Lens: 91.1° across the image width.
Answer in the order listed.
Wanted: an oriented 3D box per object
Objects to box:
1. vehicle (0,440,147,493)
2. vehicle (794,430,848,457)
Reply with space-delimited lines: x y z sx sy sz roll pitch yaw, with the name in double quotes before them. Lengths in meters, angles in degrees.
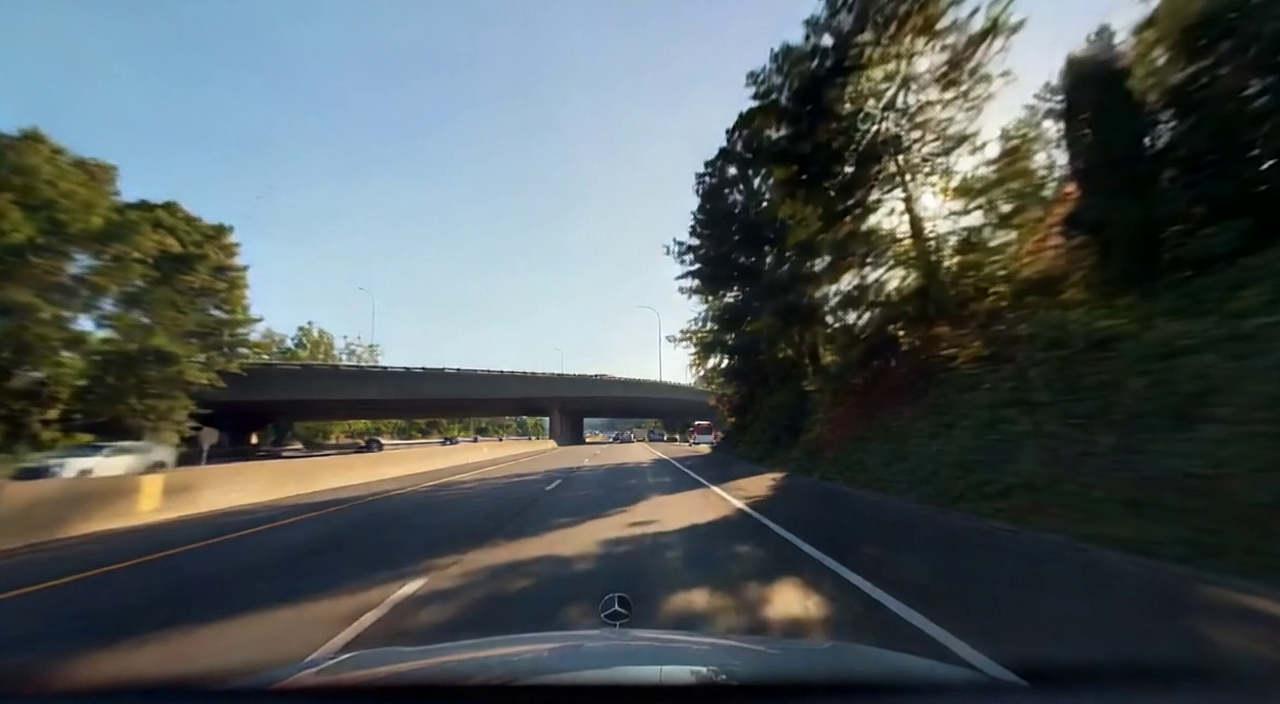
"vehicle" -17.055 3.375 18.895 1.625 1.401 3.489 0 -8 -1
"vehicle" 10.309 5.246 36.105 1.880 1.460 3.770 0 -8 -2
